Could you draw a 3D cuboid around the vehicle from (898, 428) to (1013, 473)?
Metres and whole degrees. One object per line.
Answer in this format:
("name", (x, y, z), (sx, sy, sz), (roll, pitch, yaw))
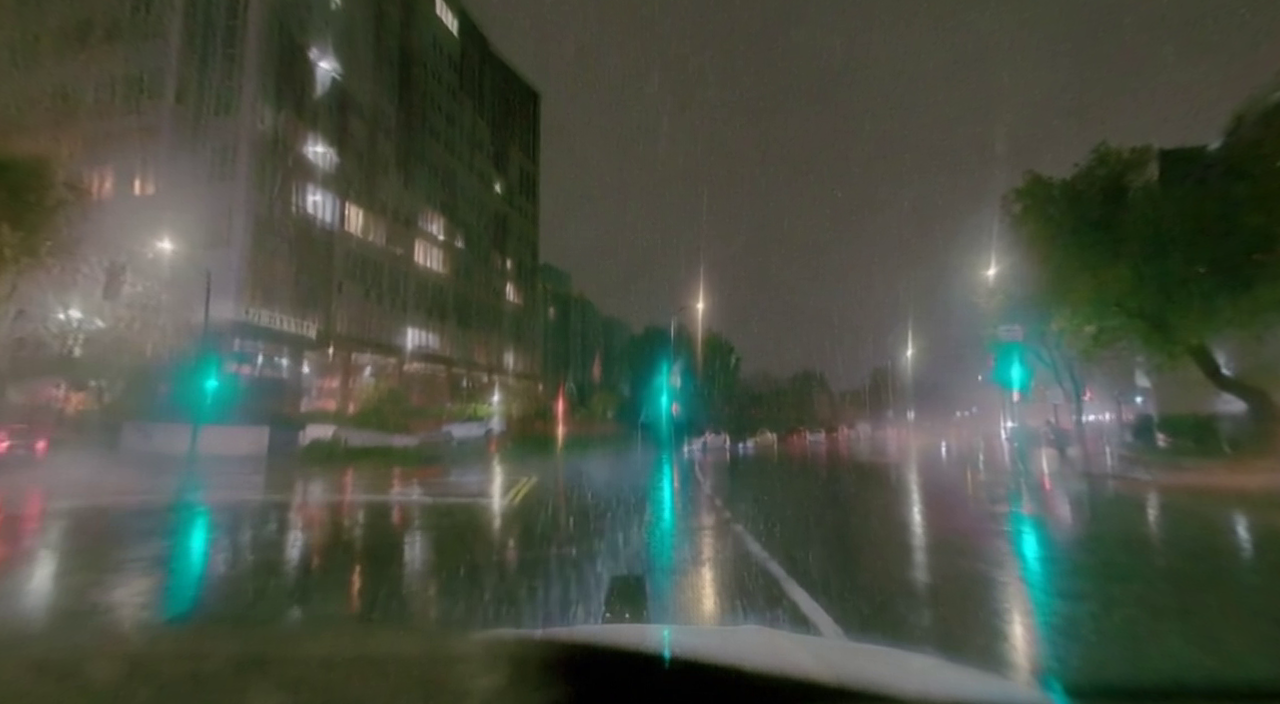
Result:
("vehicle", (11.577, 3.651, 23.565), (2.148, 1.488, 4.508), (0, -8, 3))

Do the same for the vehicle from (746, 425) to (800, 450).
("vehicle", (8.248, 5.272, 38.779), (1.852, 1.465, 4.092), (-5, -9, 32))

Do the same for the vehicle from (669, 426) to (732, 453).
("vehicle", (3.935, 5.675, 40.620), (1.922, 1.628, 4.291), (-7, -10, 40))
